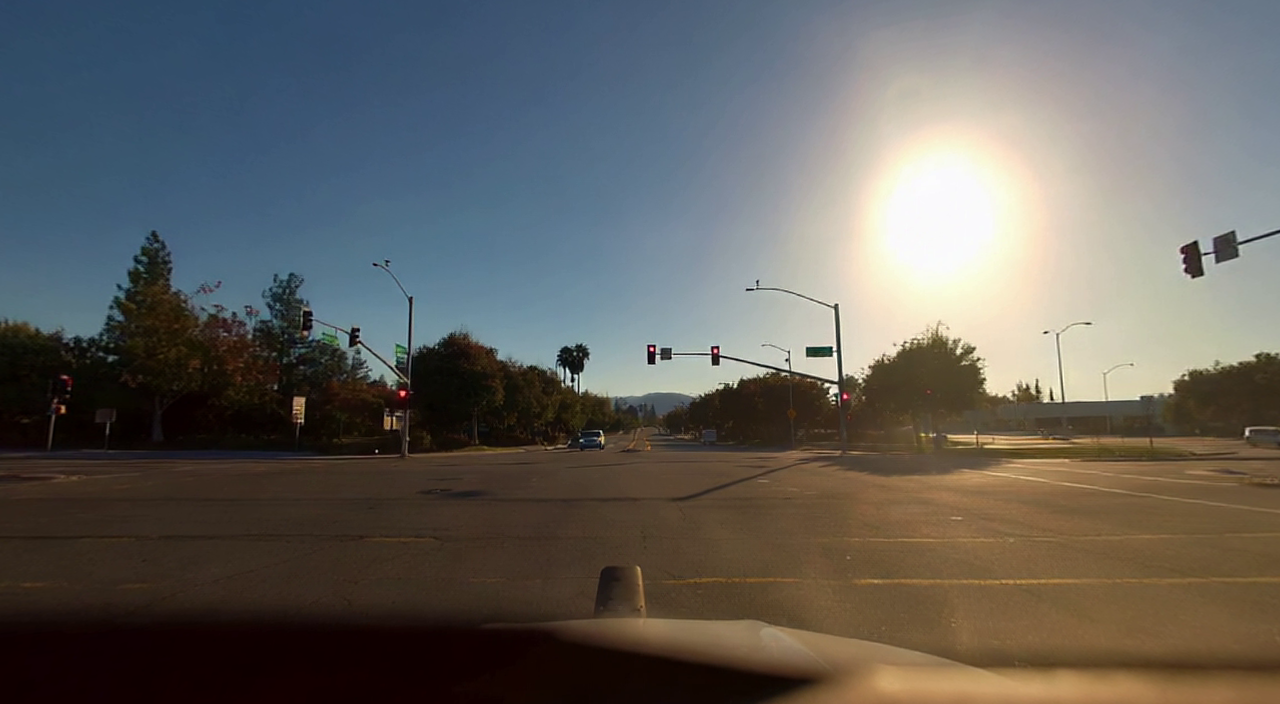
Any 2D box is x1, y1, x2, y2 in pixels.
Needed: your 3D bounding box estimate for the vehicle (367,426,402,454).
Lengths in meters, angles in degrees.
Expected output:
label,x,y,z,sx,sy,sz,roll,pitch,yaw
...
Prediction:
label,x,y,z,sx,sy,sz,roll,pitch,yaw
vehicle,-19.913,6.860,48.902,1.873,2.079,2.879,5,-10,-33
